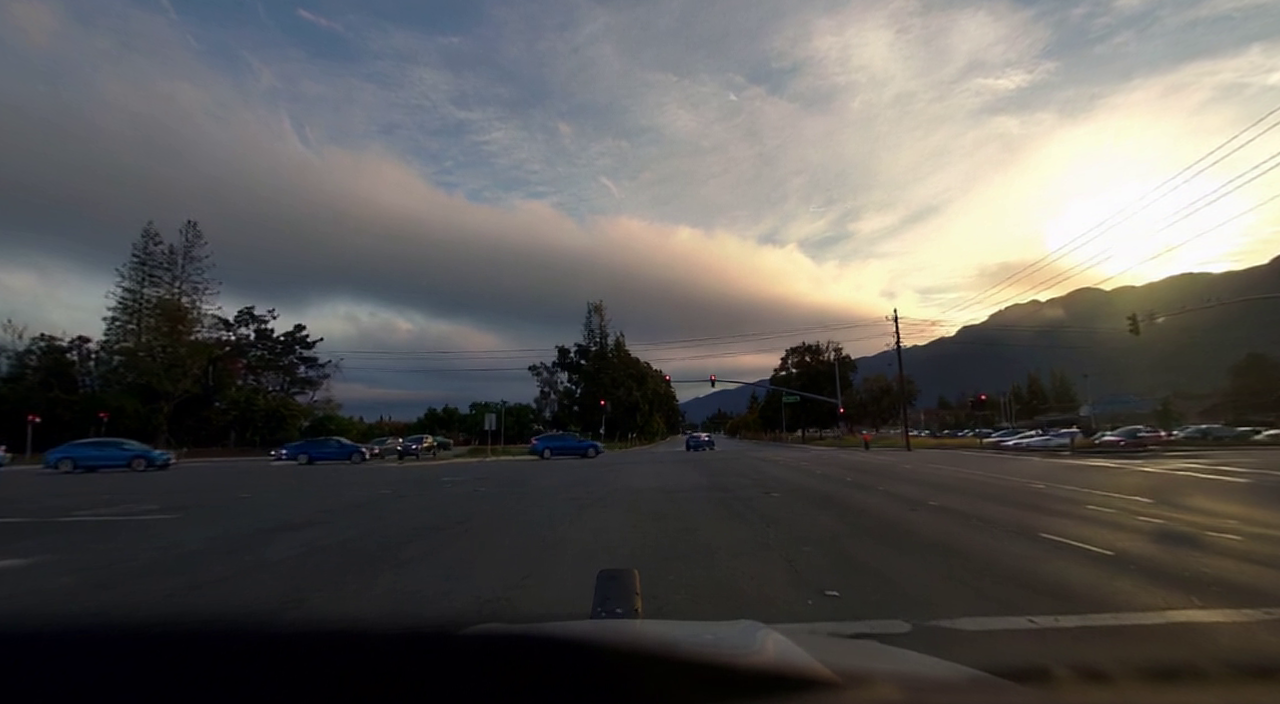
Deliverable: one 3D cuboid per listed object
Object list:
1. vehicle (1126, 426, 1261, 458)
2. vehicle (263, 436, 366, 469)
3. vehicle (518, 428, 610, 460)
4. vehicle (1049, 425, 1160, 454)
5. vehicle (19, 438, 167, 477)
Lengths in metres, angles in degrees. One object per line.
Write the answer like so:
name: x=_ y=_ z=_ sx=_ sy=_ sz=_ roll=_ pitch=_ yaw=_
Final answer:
vehicle: x=27.303 y=4.454 z=31.271 sx=4.778 sy=1.495 sz=1.959 roll=0 pitch=-9 yaw=0
vehicle: x=-16.361 y=5.087 z=31.977 sx=4.218 sy=1.542 sz=2.044 roll=2 pitch=-9 yaw=-15
vehicle: x=-4.605 y=5.678 z=38.780 sx=5.228 sy=1.805 sz=2.246 roll=7 pitch=-11 yaw=-38
vehicle: x=28.350 y=5.380 z=38.696 sx=5.100 sy=1.680 sz=2.055 roll=0 pitch=-9 yaw=1
vehicle: x=-25.722 y=4.972 z=29.904 sx=4.812 sy=1.735 sz=2.105 roll=1 pitch=-9 yaw=-6
